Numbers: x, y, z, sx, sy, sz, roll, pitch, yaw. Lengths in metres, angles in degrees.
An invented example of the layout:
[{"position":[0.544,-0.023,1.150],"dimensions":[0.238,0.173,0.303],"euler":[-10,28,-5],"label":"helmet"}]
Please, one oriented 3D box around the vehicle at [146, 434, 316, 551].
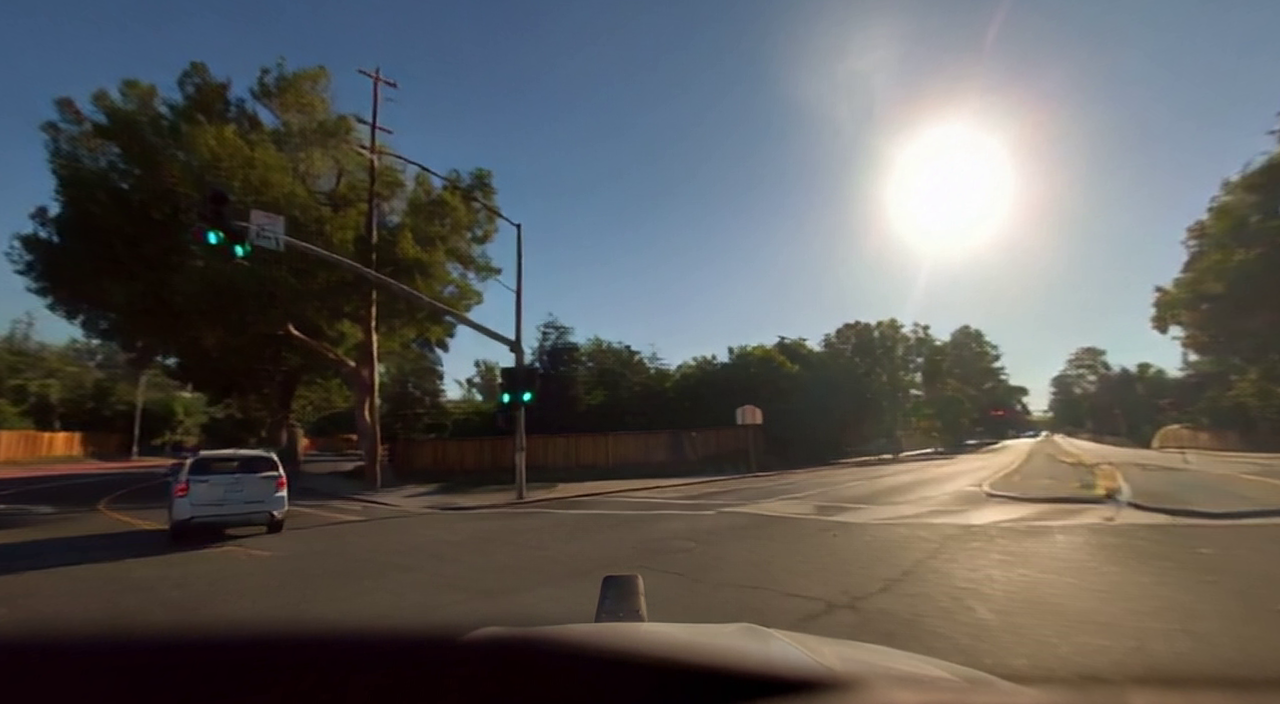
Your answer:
[{"position":[-8.259,2.597,12.559],"dimensions":[2.230,1.827,4.580],"euler":[7,-11,-38],"label":"vehicle"}]
